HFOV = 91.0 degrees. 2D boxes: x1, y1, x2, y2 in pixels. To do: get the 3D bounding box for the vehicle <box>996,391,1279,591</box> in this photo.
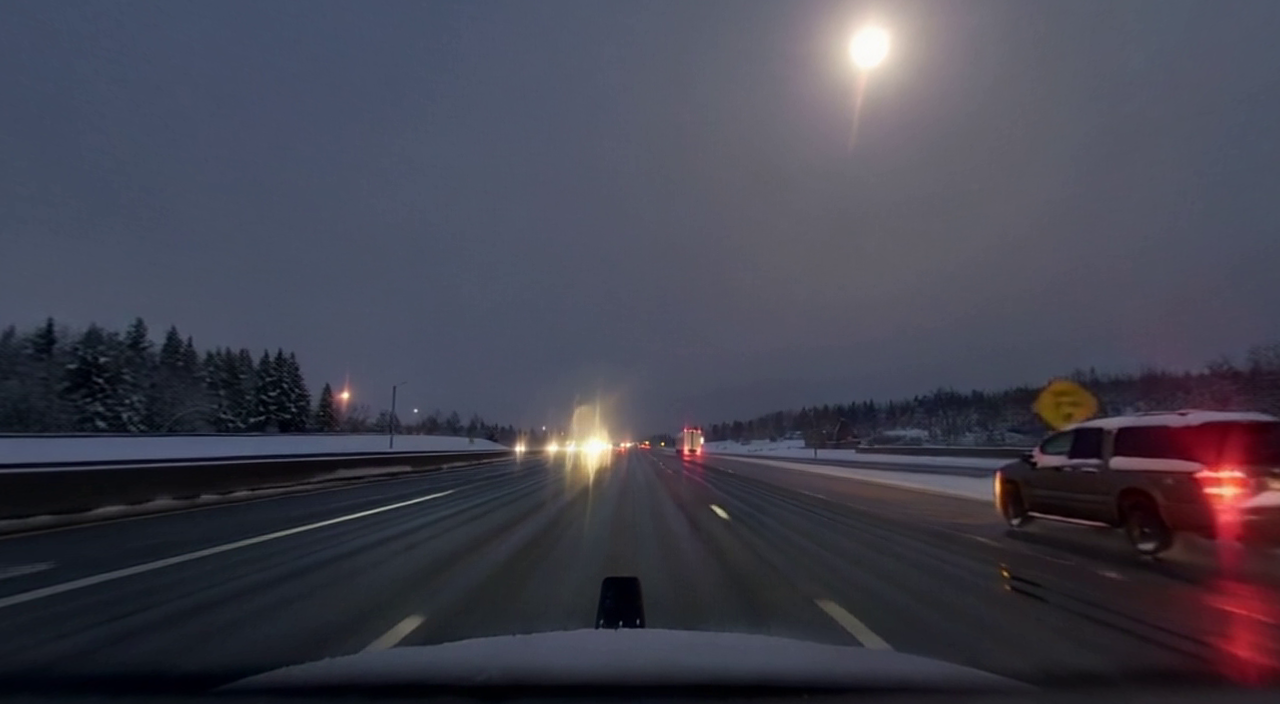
[{"bbox_3d":[6.769,1.557,7.705,2.096,1.767,4.601,0,-9,0],"label":"vehicle"}]
